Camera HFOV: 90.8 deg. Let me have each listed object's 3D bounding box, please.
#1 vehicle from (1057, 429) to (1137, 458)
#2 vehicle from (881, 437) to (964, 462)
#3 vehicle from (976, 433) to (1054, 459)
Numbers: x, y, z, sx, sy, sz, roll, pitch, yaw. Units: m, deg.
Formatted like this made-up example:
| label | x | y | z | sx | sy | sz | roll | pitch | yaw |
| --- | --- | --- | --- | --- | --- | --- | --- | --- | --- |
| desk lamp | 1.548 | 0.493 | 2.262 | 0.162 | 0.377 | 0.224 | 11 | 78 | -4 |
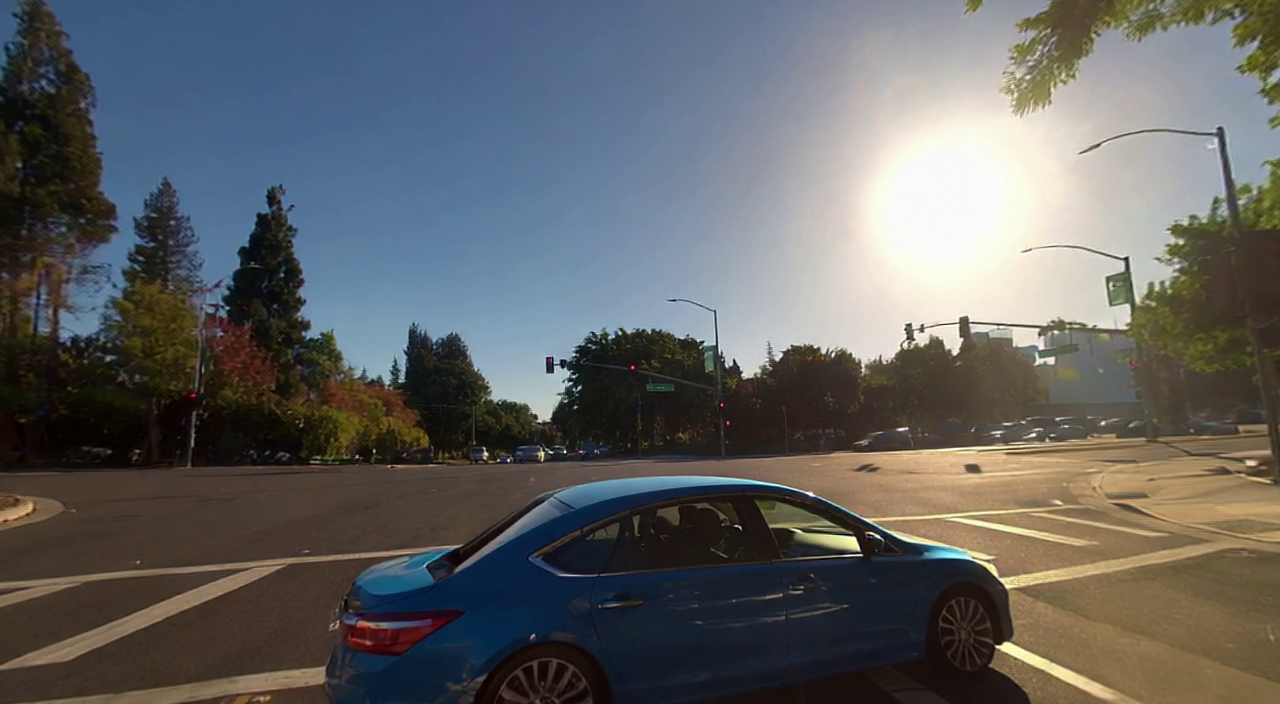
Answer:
| label | x | y | z | sx | sy | sz | roll | pitch | yaw |
| --- | --- | --- | --- | --- | --- | --- | --- | --- | --- |
| vehicle | 36.027 | 7.221 | 49.787 | 6.148 | 2.119 | 2.473 | 4 | -10 | -28 |
| vehicle | 18.632 | 6.435 | 41.638 | 5.234 | 1.549 | 1.982 | 4 | -9 | -24 |
| vehicle | 26.881 | 6.739 | 45.296 | 5.032 | 1.828 | 2.183 | 4 | -9 | -24 |
